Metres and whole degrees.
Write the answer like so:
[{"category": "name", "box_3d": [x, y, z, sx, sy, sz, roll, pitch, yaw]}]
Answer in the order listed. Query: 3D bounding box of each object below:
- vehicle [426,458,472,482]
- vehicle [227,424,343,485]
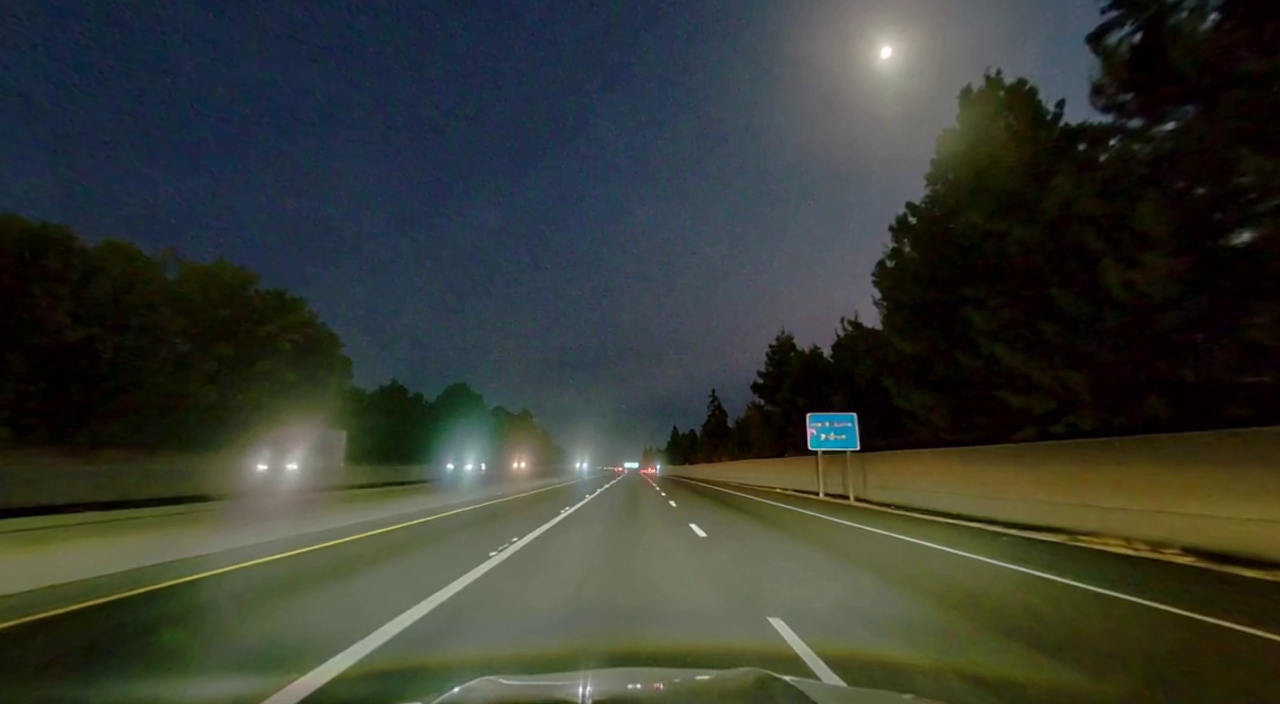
[{"category": "vehicle", "box_3d": [-12.518, 7.790, 41.558, 1.830, 1.454, 3.815, 1, -10, 0]}, {"category": "vehicle", "box_3d": [-17.306, 5.136, 31.249, 2.188, 2.646, 5.914, 1, -10, 0]}]
